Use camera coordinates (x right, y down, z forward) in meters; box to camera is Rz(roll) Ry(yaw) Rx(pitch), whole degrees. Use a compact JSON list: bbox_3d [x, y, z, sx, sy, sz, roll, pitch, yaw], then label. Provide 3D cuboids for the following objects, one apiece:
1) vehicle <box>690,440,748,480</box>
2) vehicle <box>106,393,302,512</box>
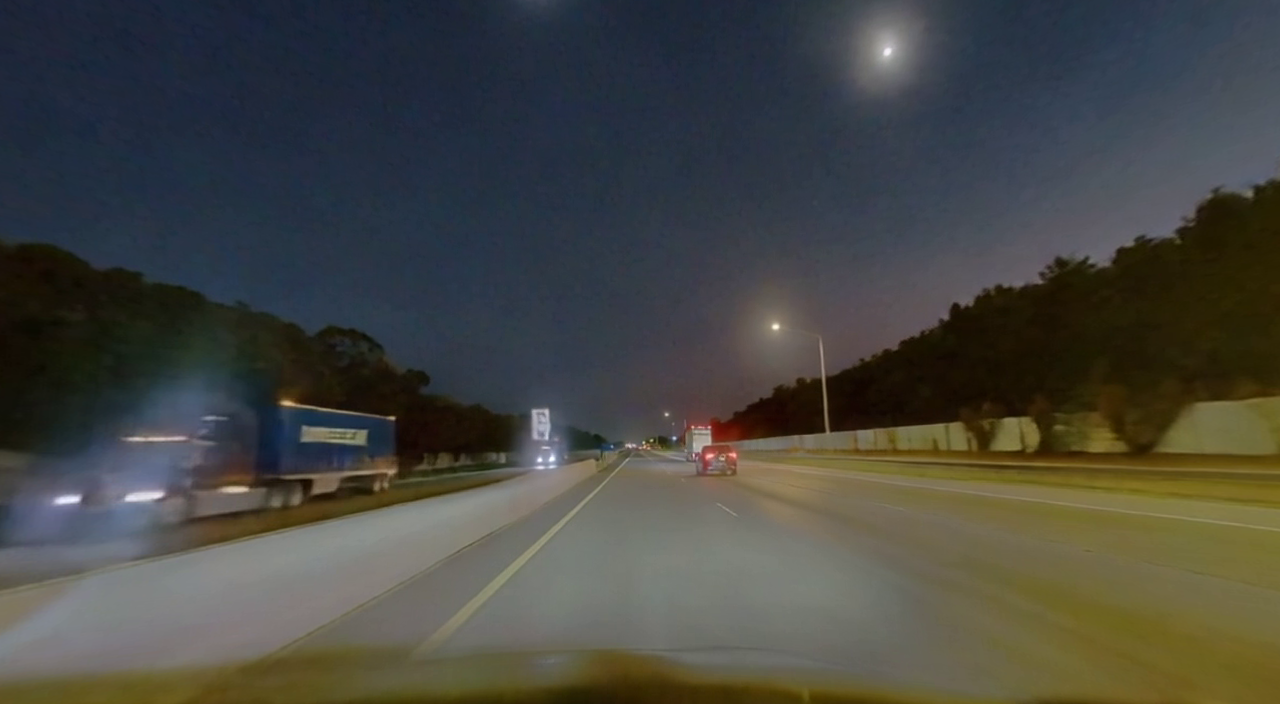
[{"bbox_3d":[3.597,5.038,29.564,2.093,1.742,4.167,0,-9,-1],"label":"vehicle"},{"bbox_3d":[-15.890,3.754,23.691,3.003,3.859,5.899,0,-9,-1],"label":"vehicle"}]
